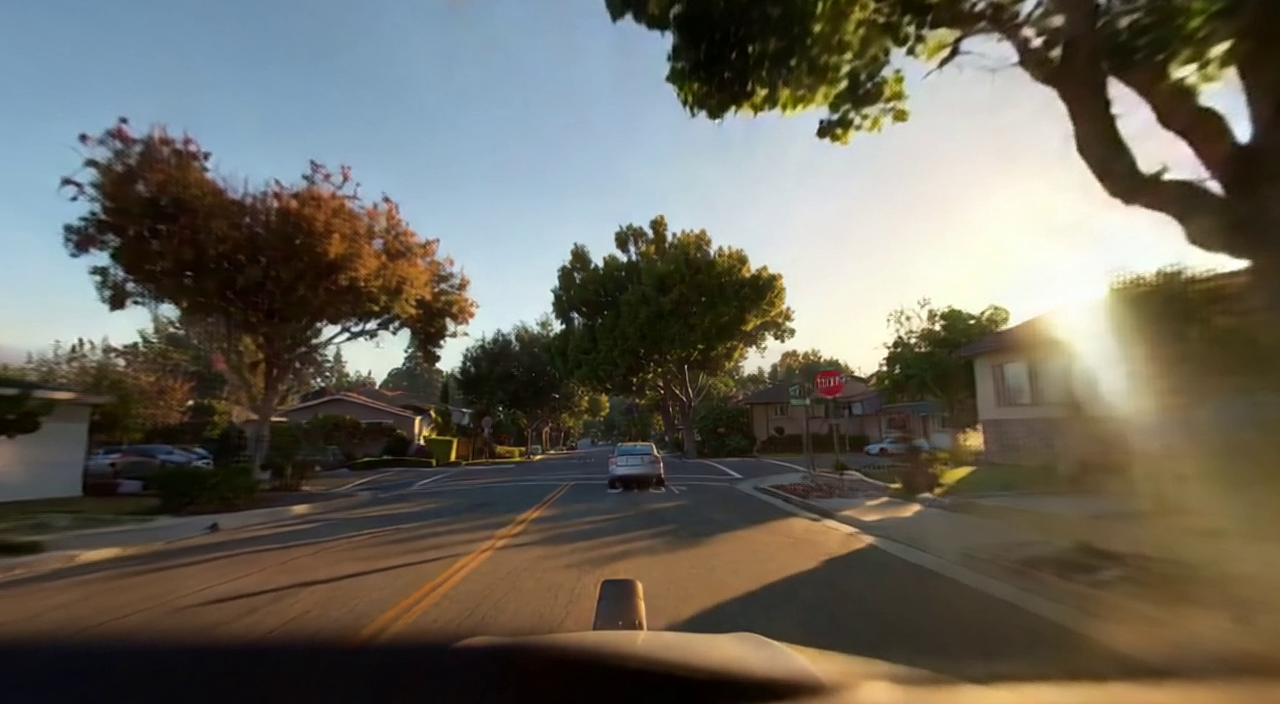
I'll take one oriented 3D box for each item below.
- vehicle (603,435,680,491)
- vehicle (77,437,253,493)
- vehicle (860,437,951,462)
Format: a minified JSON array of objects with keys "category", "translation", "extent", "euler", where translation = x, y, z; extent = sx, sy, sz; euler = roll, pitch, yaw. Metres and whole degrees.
[{"category":"vehicle","translation":[-0.033,3.295,18.998],"extent":[2.043,1.484,4.340],"euler":[0,-9,-2]},{"category":"vehicle","translation":[-20.904,5.004,27.963],"extent":[5.796,1.946,2.391],"euler":[-3,-10,-3]},{"category":"vehicle","translation":[16.499,6.072,39.195],"extent":[4.748,1.488,2.029],"euler":[1,-9,-5]}]
